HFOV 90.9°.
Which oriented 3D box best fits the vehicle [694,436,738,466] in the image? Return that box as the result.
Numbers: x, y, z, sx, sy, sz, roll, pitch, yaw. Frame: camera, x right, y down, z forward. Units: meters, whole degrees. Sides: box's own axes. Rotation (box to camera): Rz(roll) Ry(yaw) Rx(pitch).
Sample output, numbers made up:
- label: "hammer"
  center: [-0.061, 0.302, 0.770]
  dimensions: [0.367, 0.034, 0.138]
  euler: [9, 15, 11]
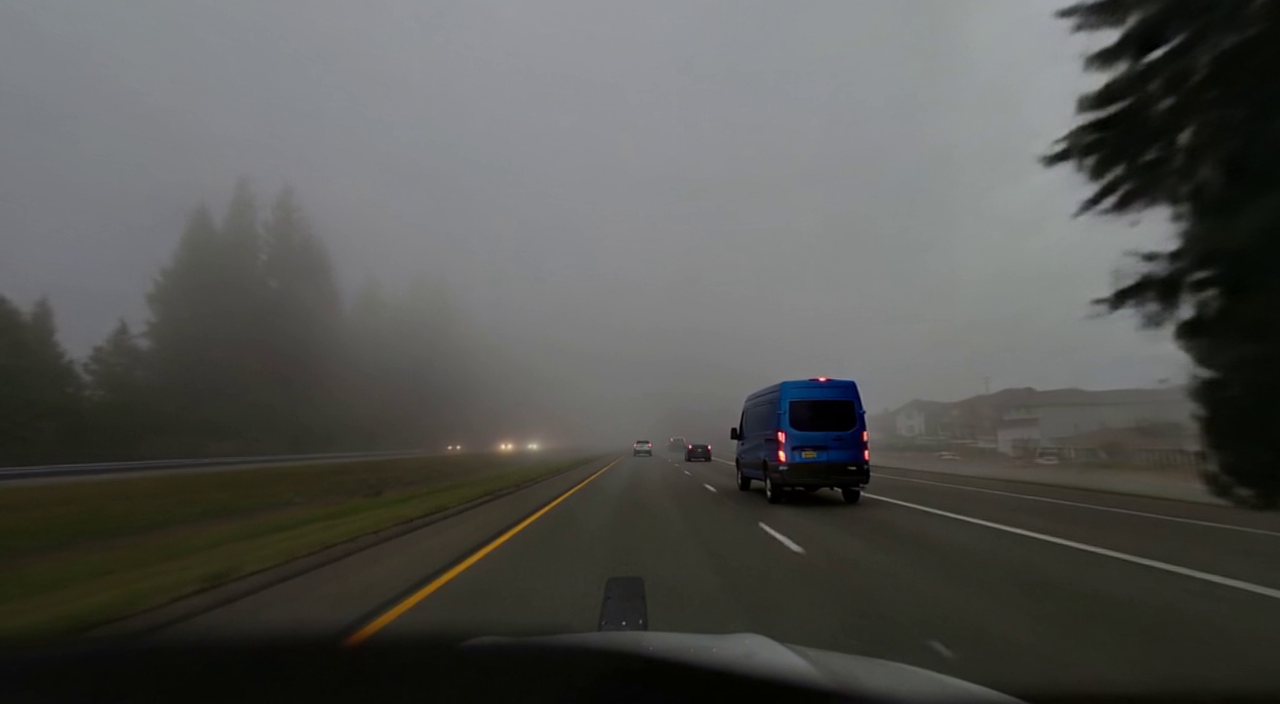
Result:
- label: "vehicle"
  center: [4.402, 5.858, 37.298]
  dimensions: [2.034, 1.651, 4.342]
  euler: [0, -8, 0]

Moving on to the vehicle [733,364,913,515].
- label: "vehicle"
  center: [3.684, 1.982, 14.219]
  dimensions: [2.302, 2.670, 5.912]
  euler: [0, -8, 1]
